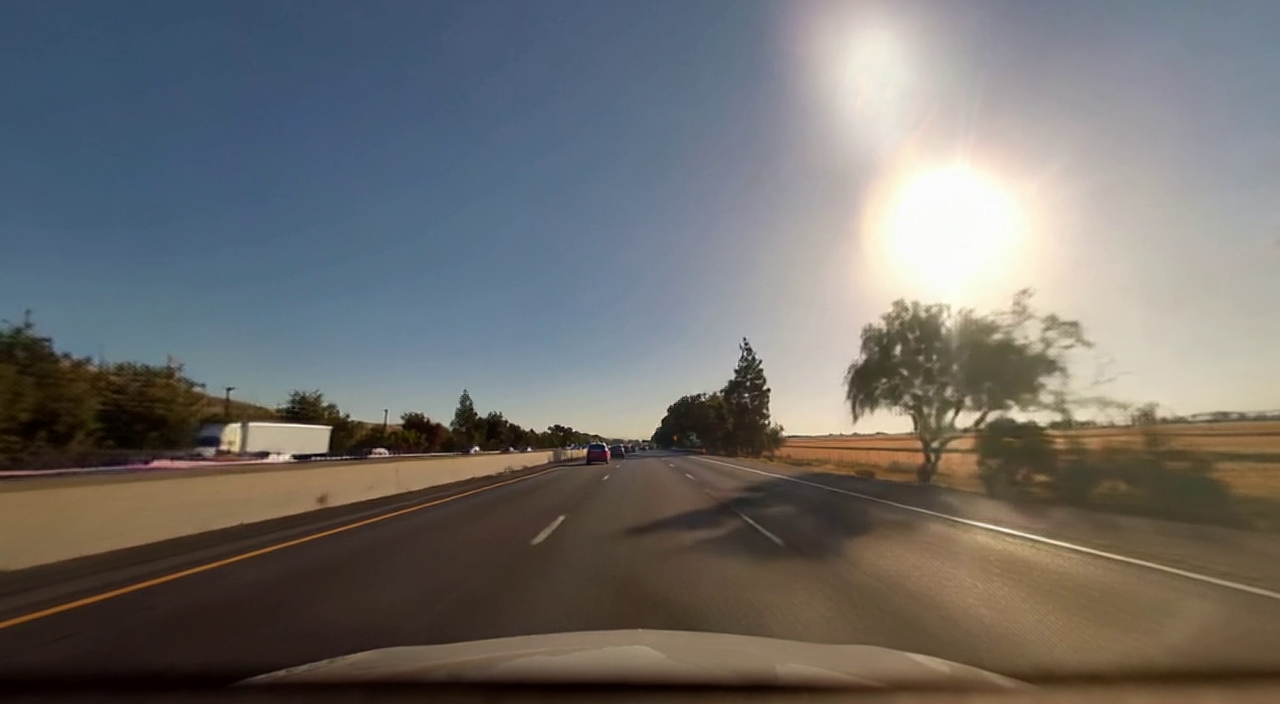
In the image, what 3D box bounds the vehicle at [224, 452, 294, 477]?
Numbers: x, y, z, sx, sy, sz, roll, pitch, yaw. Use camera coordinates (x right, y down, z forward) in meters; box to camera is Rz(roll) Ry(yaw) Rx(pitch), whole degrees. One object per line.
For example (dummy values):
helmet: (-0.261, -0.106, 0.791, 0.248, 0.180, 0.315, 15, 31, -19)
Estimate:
vehicle: (-24.473, 7.188, 40.617, 1.791, 1.476, 4.286, 0, -9, 1)
